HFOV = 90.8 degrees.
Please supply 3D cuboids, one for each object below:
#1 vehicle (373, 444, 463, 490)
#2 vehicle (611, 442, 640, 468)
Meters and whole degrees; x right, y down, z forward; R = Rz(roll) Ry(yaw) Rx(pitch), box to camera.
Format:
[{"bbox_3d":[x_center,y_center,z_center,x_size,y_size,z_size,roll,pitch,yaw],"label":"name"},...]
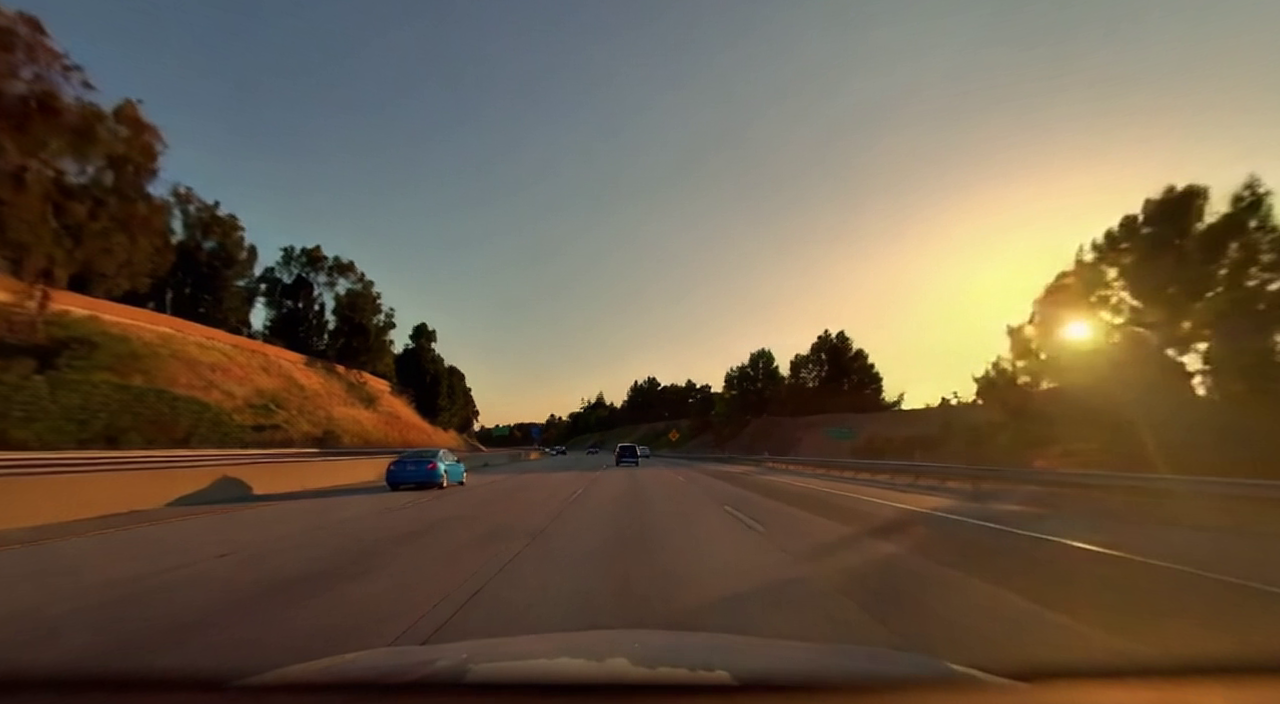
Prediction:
[{"bbox_3d":[-7.897,4.094,22.879,1.915,1.479,3.843,0,-9,-1],"label":"vehicle"},{"bbox_3d":[-1.121,7.656,47.114,1.990,1.878,4.079,0,-9,-3],"label":"vehicle"}]
